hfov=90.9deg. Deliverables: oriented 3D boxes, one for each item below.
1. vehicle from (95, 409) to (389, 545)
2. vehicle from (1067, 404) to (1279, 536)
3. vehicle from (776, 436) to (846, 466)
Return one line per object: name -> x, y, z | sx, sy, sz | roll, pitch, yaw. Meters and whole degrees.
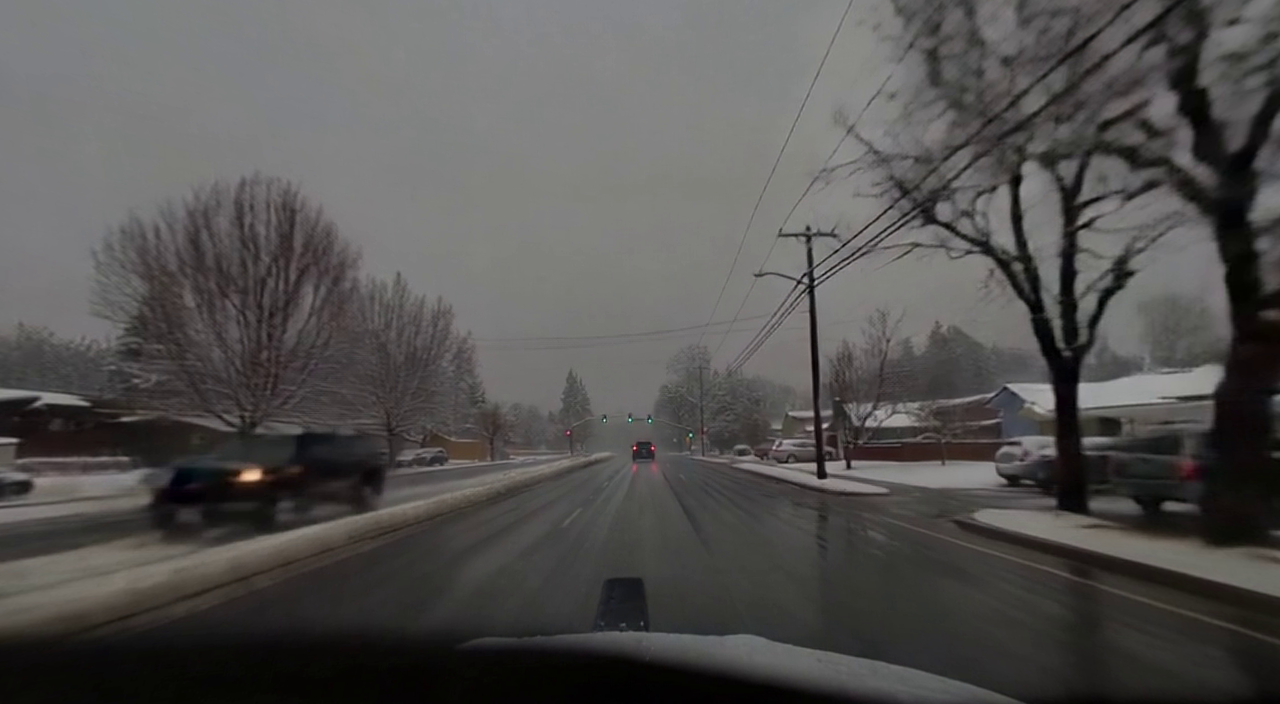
vehicle -> -6.739, 2.180, 11.553 | 2.273, 1.952, 4.599 | 0, -9, 1
vehicle -> 11.176, 2.147, 11.788 | 2.392, 2.063, 5.213 | 0, -9, -5
vehicle -> 12.115, 7.056, 44.975 | 4.305, 1.997, 2.453 | 0, -9, 1
